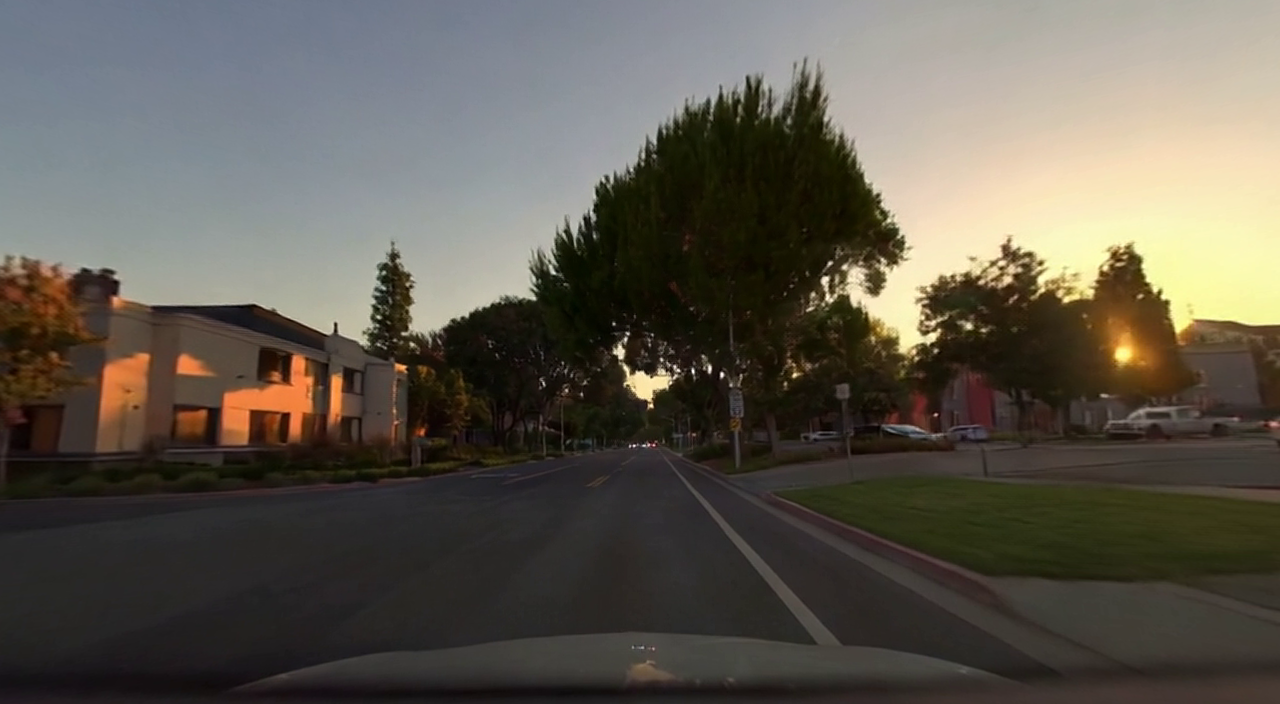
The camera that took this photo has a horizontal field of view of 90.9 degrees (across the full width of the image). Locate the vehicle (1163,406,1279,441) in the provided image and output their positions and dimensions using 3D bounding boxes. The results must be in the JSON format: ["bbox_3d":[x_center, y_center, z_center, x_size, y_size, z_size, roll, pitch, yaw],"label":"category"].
[{"bbox_3d":[27.228,3.407,29.436,1.911,1.461,4.284,0,-8,0],"label":"vehicle"}]

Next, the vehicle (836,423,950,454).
[{"bbox_3d":[12.799,4.417,32.144,4.955,1.489,2.002,0,-8,1],"label":"vehicle"}]

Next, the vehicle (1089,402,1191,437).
[{"bbox_3d":[27.282,3.784,34.636,1.850,1.706,4.610,0,-8,0],"label":"vehicle"}]
